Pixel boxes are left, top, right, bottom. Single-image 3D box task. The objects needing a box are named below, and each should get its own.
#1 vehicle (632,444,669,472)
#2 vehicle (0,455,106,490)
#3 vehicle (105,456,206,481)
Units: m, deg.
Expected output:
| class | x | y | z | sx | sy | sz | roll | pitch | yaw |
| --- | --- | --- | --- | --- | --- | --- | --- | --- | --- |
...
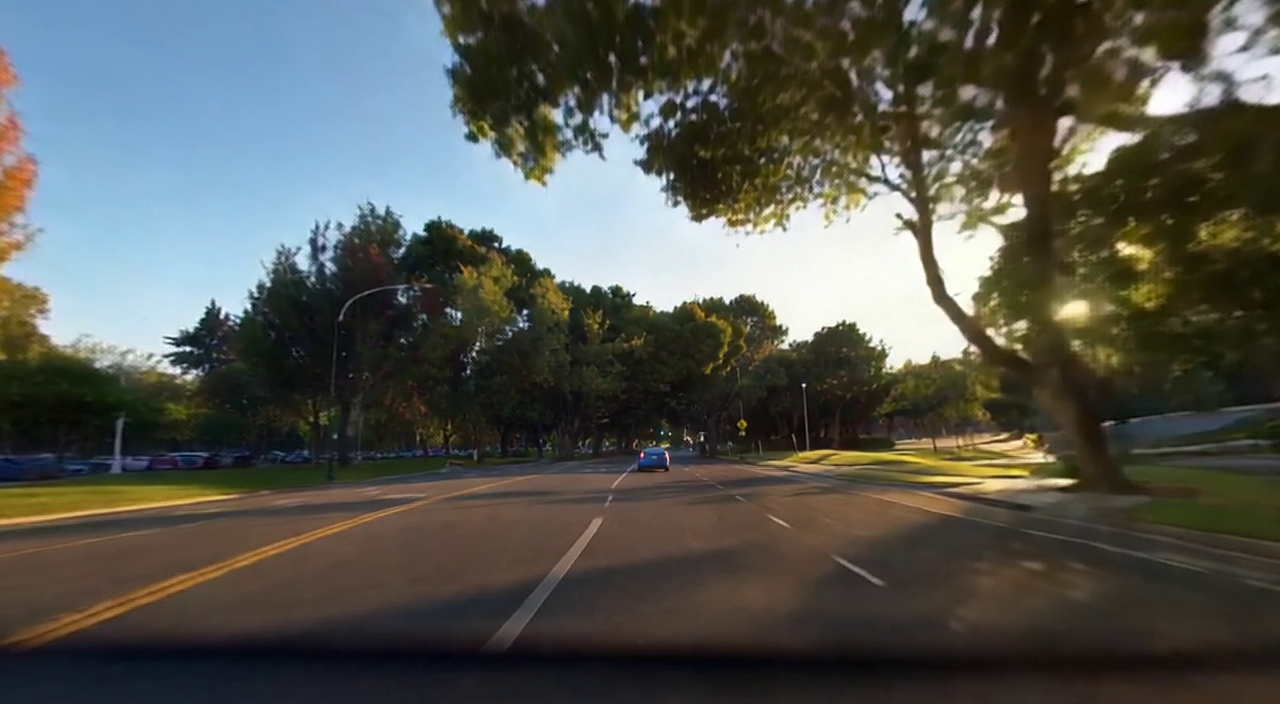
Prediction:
| class | x | y | z | sx | sy | sz | roll | pitch | yaw |
| --- | --- | --- | --- | --- | --- | --- | --- | --- | --- |
| vehicle | 0.573 | 6.079 | 36.452 | 1.978 | 1.499 | 3.915 | 0 | -8 | 0 |
| vehicle | -29.593 | 5.937 | 31.246 | 4.389 | 1.588 | 2.048 | -1 | -8 | 1 |
| vehicle | -30.011 | 7.213 | 39.155 | 4.617 | 1.450 | 1.968 | -1 | -8 | 1 |
